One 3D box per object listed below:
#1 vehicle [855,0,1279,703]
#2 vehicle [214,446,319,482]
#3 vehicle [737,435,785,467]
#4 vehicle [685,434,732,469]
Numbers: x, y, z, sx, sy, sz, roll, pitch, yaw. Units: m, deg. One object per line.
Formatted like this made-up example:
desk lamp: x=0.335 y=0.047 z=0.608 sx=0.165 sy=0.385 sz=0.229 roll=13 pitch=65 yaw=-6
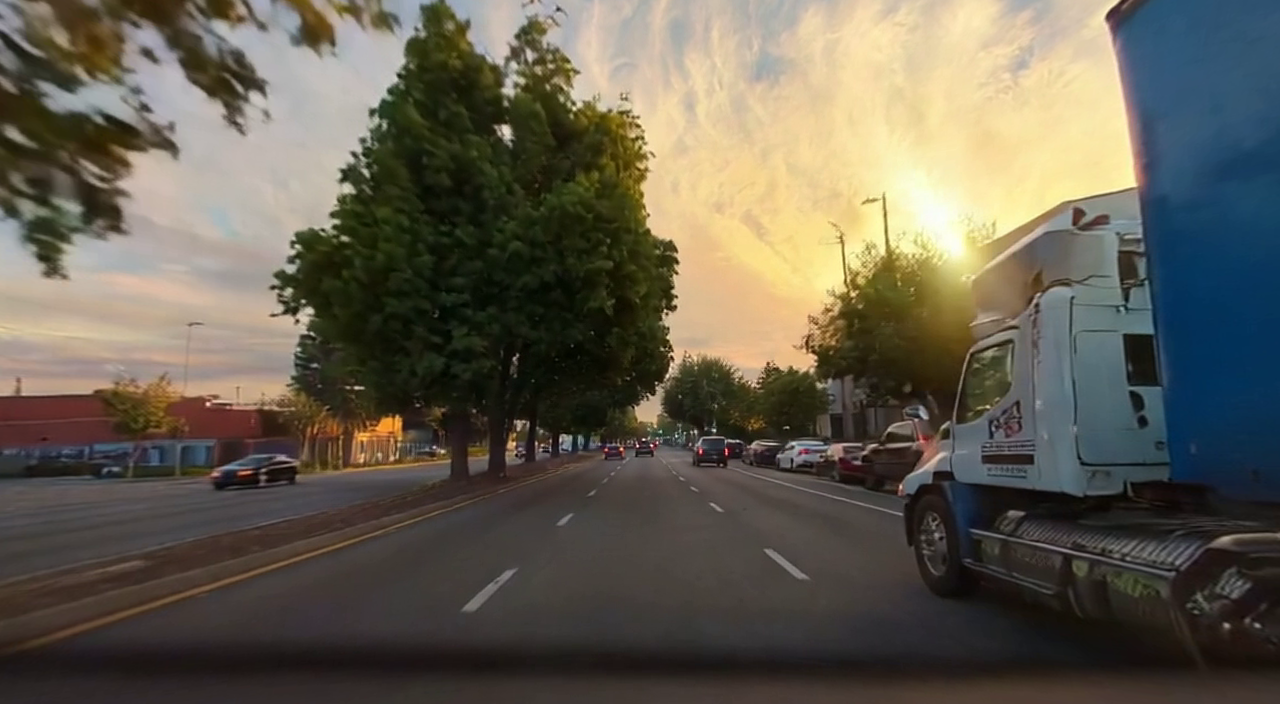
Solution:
vehicle: x=3.739 y=-0.201 z=2.464 sx=3.006 sy=3.679 sz=8.506 roll=0 pitch=-8 yaw=2
vehicle: x=-17.104 y=5.119 z=29.172 sx=2.017 sy=1.503 sz=4.638 roll=0 pitch=-8 yaw=0
vehicle: x=7.913 y=6.536 z=41.721 sx=2.199 sy=1.980 sz=4.766 roll=0 pitch=-8 yaw=0
vehicle: x=3.942 y=5.800 z=36.975 sx=2.196 sy=1.908 sz=4.412 roll=0 pitch=-8 yaw=-1
